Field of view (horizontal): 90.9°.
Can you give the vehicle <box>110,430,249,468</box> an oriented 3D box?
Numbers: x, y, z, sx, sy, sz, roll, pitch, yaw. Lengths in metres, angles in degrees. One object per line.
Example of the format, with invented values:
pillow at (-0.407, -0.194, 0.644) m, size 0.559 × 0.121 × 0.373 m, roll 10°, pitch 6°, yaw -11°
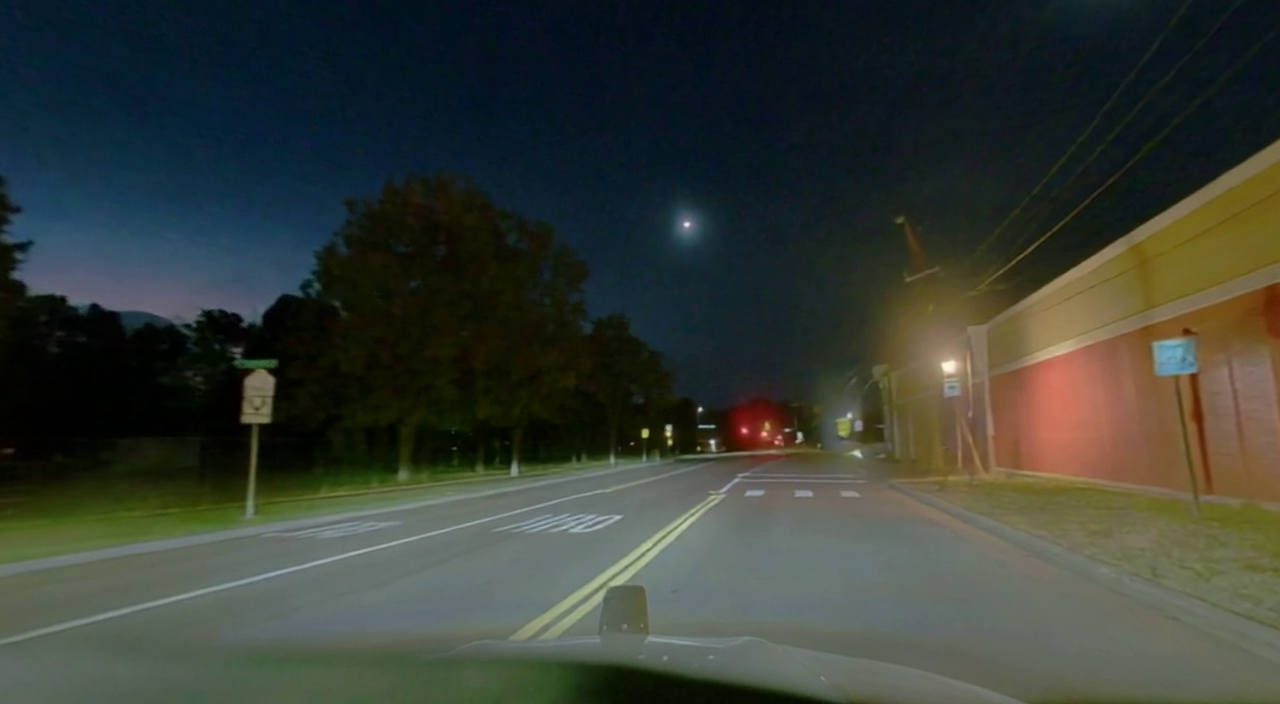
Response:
vehicle at (-21.322, 4.492, 29.253) m, size 5.035 × 1.666 × 2.449 m, roll -2°, pitch -8°, yaw 15°
